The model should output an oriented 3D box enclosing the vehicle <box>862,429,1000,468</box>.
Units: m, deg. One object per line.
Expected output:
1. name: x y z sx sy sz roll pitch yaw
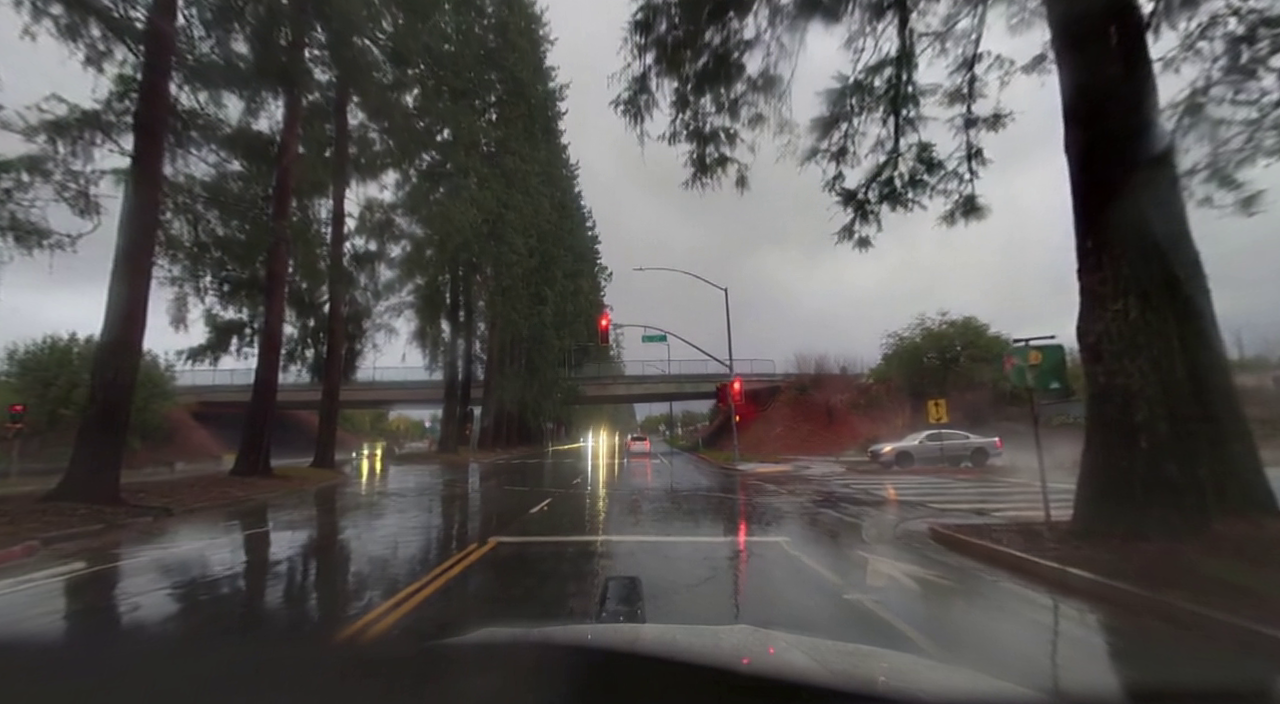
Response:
1. vehicle: 11.649 3.884 25.459 4.691 1.466 1.800 1 -8 -7
